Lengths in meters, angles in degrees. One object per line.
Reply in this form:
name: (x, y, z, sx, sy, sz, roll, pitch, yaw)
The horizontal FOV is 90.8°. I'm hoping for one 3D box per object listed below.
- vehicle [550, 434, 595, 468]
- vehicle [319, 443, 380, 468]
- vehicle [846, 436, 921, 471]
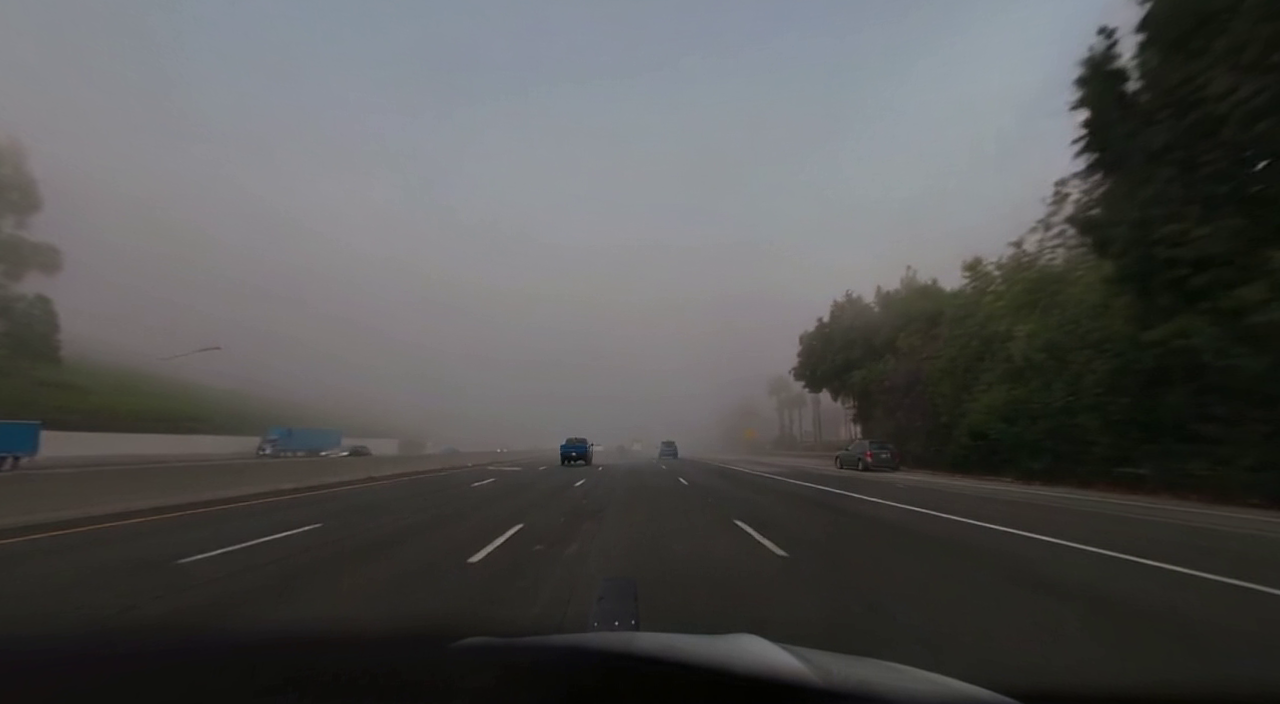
vehicle: (-4.056, 6.033, 38.564, 2.225, 1.967, 4.673, 0, -9, 0)
vehicle: (-18.521, 6.601, 40.479, 1.864, 1.519, 4.366, 0, -9, 0)
vehicle: (13.547, 5.694, 35.501, 2.168, 1.792, 4.457, 0, -9, -4)
